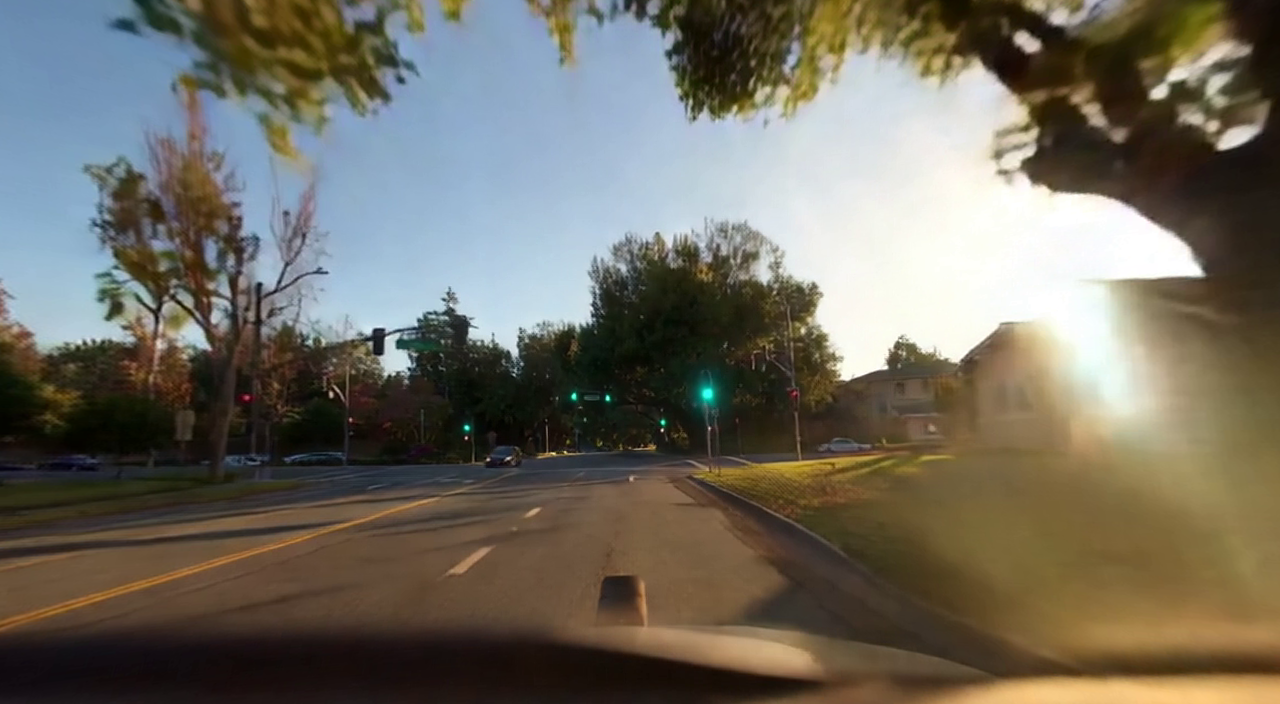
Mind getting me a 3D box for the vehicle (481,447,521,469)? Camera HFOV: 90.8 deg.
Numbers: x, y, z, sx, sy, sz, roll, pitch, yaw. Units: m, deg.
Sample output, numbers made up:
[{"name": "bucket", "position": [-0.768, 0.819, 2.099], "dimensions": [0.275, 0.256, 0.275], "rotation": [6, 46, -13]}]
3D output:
[{"name": "vehicle", "position": [-10.693, 8.159, 48.871], "dimensions": [2.035, 1.461, 4.465], "rotation": [-4, -9, 0]}]
